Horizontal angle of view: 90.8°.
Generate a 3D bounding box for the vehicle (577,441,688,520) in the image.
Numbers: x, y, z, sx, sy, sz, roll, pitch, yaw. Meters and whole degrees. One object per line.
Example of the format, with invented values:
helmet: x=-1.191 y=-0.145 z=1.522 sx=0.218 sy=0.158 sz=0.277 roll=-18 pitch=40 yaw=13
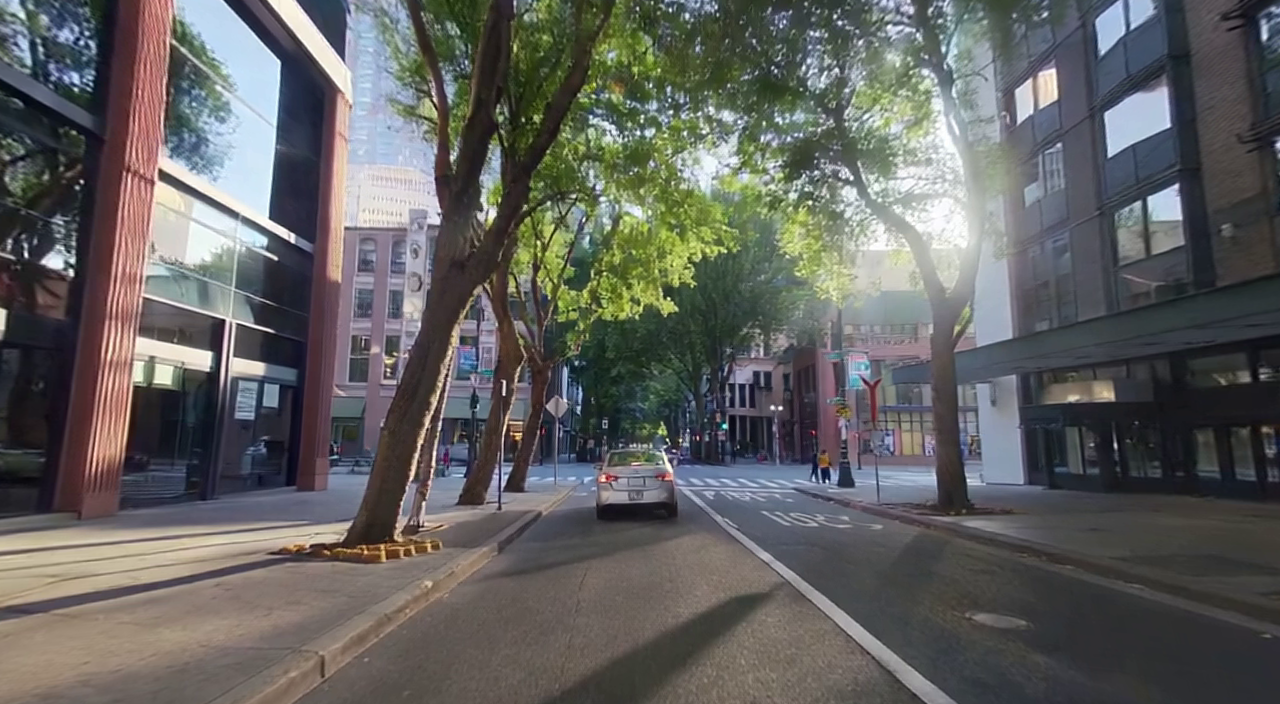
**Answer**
vehicle: x=-0.160 y=2.776 z=14.268 sx=2.106 sy=1.482 sz=4.459 roll=0 pitch=-9 yaw=0
